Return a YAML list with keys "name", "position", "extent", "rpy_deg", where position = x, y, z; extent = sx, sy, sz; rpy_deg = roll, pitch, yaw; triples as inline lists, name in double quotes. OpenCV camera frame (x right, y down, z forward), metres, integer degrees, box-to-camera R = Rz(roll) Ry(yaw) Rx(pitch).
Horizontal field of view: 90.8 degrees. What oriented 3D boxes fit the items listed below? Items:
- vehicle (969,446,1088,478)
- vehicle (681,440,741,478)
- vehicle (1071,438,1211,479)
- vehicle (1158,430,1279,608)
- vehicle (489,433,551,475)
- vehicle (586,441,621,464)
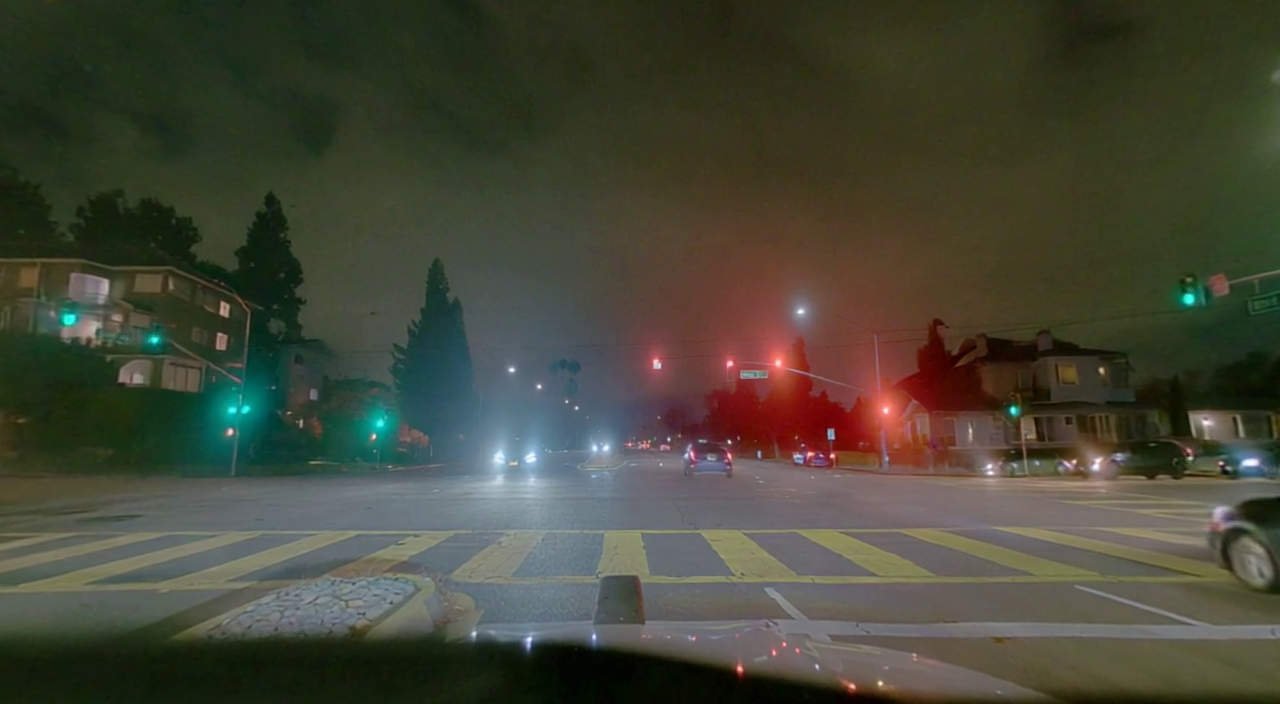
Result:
- name: "vehicle"
  position: [19.732, 5.607, 32.240]
  extent: [4.874, 1.544, 1.779]
  rpy_deg: [0, -9, 1]
- name: "vehicle"
  position: [2.940, 4.511, 26.993]
  extent: [1.947, 1.467, 4.455]
  rpy_deg: [0, -9, -1]
- name: "vehicle"
  position: [23.496, 4.990, 29.745]
  extent: [4.807, 1.835, 2.033]
  rpy_deg: [0, -9, -1]
- name: "vehicle"
  position: [6.325, 1.275, 4.387]
  extent: [1.961, 1.494, 4.438]
  rpy_deg: [-1, -9, 5]
- name: "vehicle"
  position: [-5.284, 4.564, 28.452]
  extent: [2.025, 1.704, 4.104]
  rpy_deg: [0, -9, -1]
- name: "vehicle"
  position: [-2.400, 6.713, 42.282]
  extent: [2.045, 1.484, 3.991]
  rpy_deg: [0, -9, 0]
